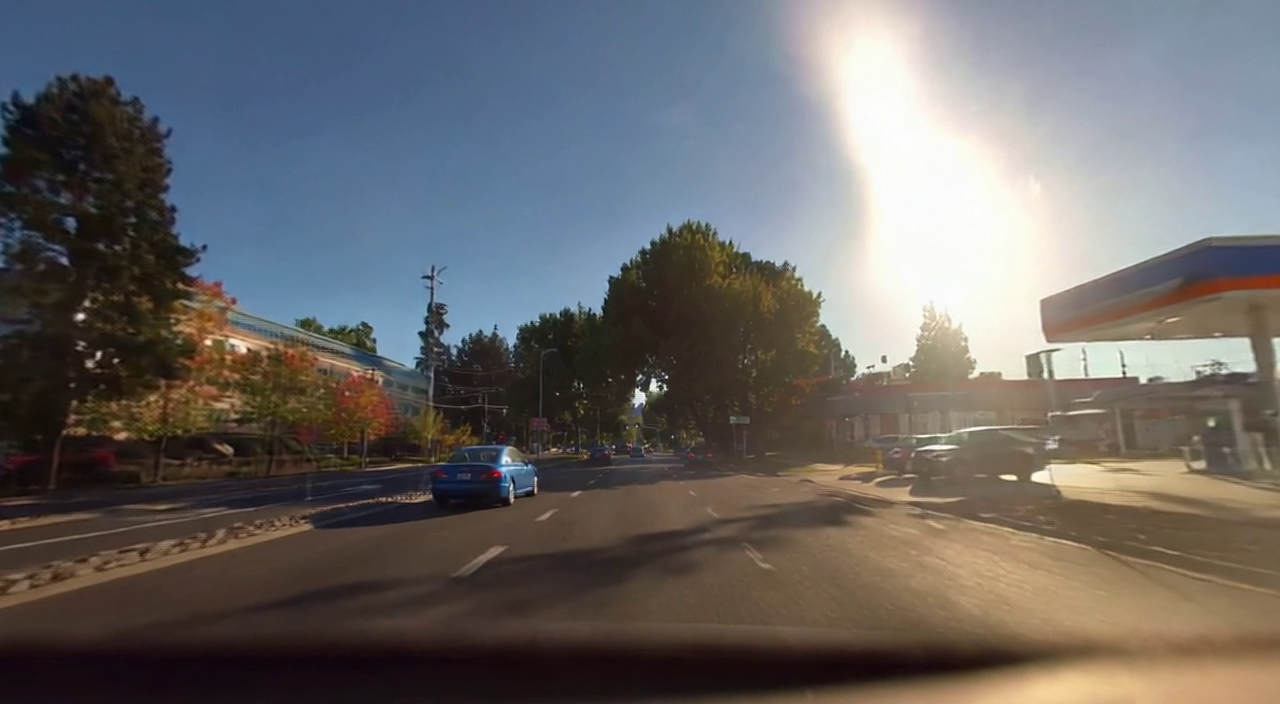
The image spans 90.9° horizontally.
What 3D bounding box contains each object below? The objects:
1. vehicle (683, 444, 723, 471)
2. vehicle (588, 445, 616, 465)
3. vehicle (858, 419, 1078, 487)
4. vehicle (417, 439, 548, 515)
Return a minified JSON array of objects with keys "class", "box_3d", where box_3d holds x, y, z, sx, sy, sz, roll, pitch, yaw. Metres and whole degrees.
[{"class":"vehicle","box_3d":[3.635,6.146,36.894,1.883,1.465,3.975,0,-8,0]},{"class":"vehicle","box_3d":[-2.953,8.017,49.300,1.841,1.474,4.038,0,-8,1]},{"class":"vehicle","box_3d":[10.712,3.373,21.035,5.931,1.872,2.264,-3,-9,3]},{"class":"vehicle","box_3d":[-3.417,2.782,14.597,1.803,1.463,4.422,0,-8,1]}]
